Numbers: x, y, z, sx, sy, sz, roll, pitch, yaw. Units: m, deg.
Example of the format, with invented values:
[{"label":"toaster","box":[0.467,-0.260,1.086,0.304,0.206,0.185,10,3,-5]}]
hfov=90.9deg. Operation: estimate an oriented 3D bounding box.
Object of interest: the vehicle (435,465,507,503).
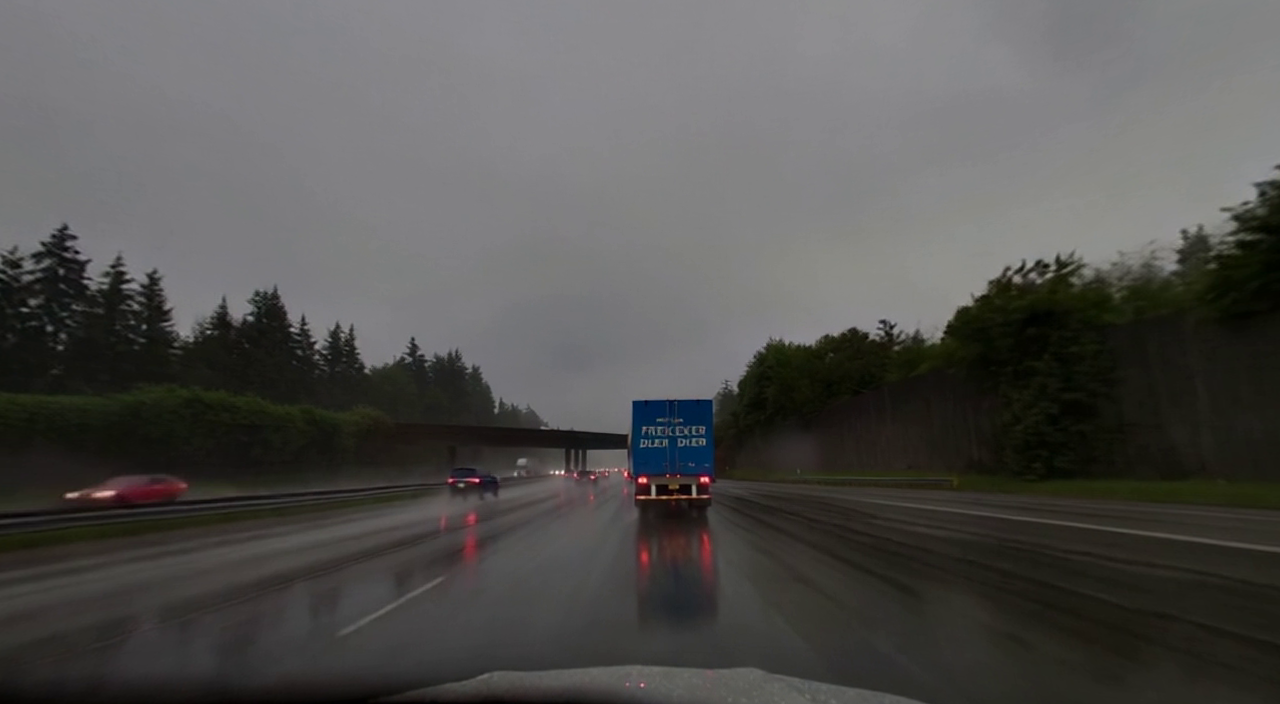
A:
[{"label":"vehicle","box":[-7.644,6.014,28.967,1.955,1.539,4.650,0,-11,1]}]

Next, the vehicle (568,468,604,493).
[{"label":"vehicle","box":[-3.617,8.681,42.731,1.978,1.516,4.617,0,-11,1]}]

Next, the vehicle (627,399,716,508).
[{"label":"vehicle","box":[1.045,4.500,27.251,2.980,3.834,9.423,1,-11,-2]}]

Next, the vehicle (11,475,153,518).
[{"label":"vehicle","box":[-21.053,5.444,24.014,1.703,1.443,3.961,1,-11,0]}]
